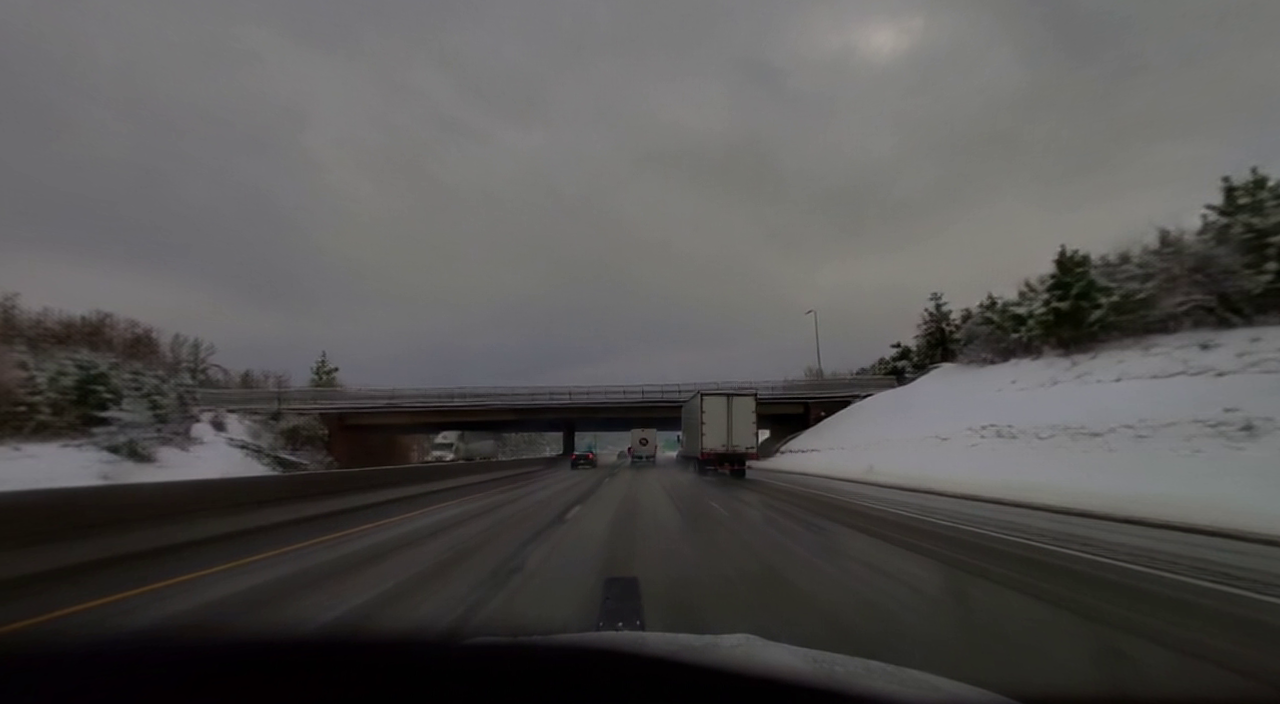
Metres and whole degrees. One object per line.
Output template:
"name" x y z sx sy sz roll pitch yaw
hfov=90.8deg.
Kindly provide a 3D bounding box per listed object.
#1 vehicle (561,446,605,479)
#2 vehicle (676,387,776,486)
"vehicle" -3.038 5.982 34.340 2.007 1.647 3.854 0 -9 1
"vehicle" 4.021 4.748 34.384 3.131 4.037 16.729 0 -9 0
